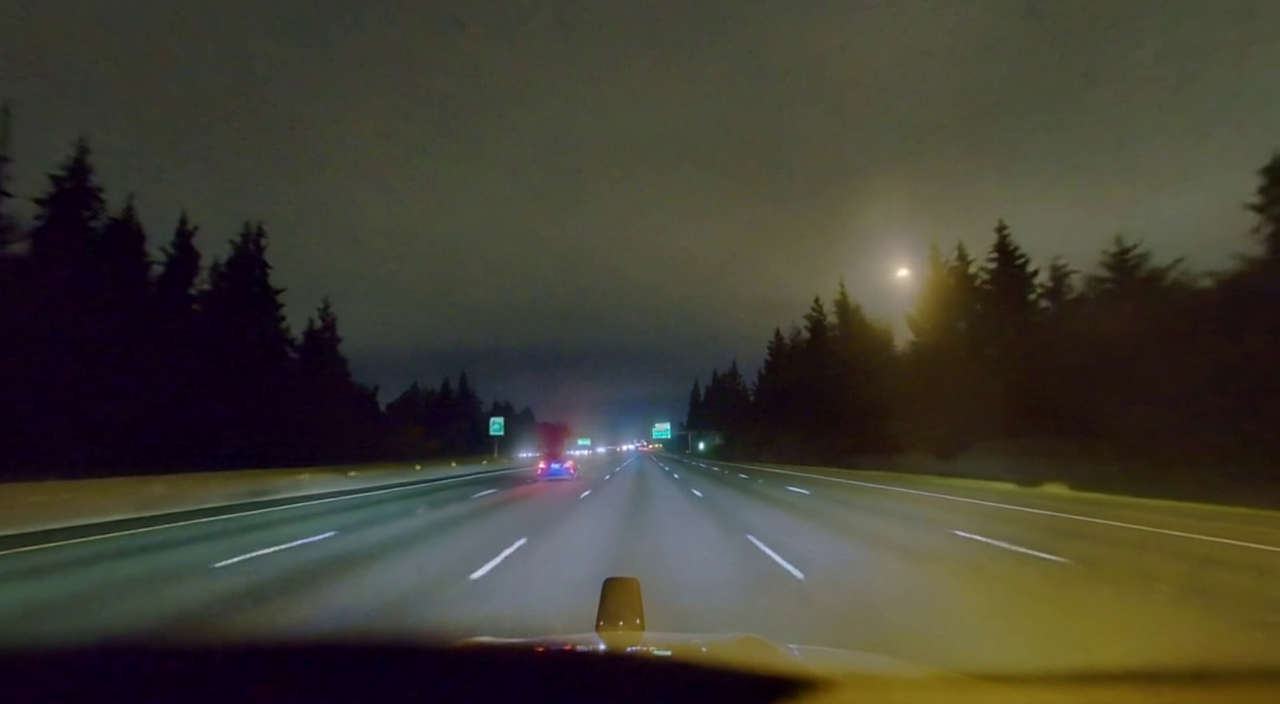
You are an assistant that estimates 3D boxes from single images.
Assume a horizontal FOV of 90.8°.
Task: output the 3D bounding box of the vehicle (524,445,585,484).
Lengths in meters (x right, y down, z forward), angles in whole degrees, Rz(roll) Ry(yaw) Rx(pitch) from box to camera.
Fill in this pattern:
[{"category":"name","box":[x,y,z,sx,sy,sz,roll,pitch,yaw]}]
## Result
[{"category":"vehicle","box":[-3.585,4.794,27.180,1.979,1.521,4.147,0,-9,1]}]
